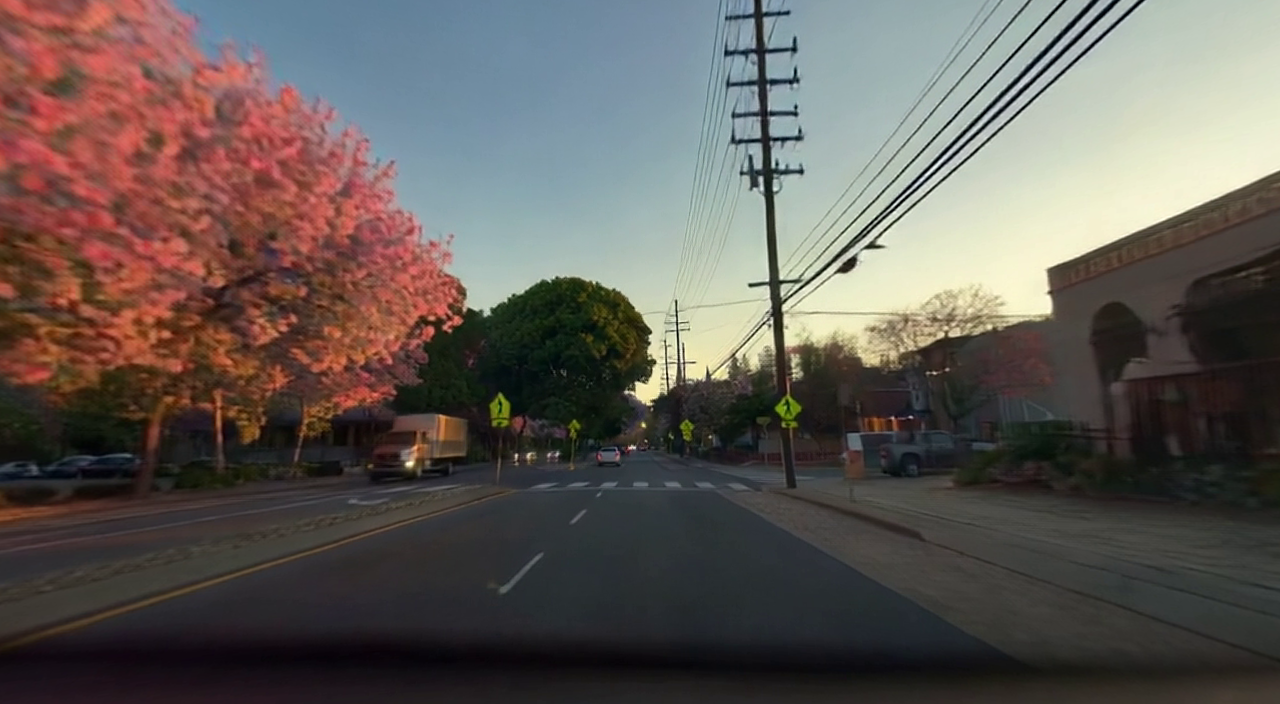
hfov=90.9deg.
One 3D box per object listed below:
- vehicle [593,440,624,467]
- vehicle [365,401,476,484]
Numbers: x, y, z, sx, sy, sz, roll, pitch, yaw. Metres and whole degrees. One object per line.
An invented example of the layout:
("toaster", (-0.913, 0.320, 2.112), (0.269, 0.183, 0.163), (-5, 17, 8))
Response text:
("vehicle", (-2.395, 7.946, 49.340), (2.202, 1.961, 4.980), (0, -9, 0))
("vehicle", (-10.846, 4.621, 32.092), (2.836, 3.663, 7.511), (0, -9, 0))
